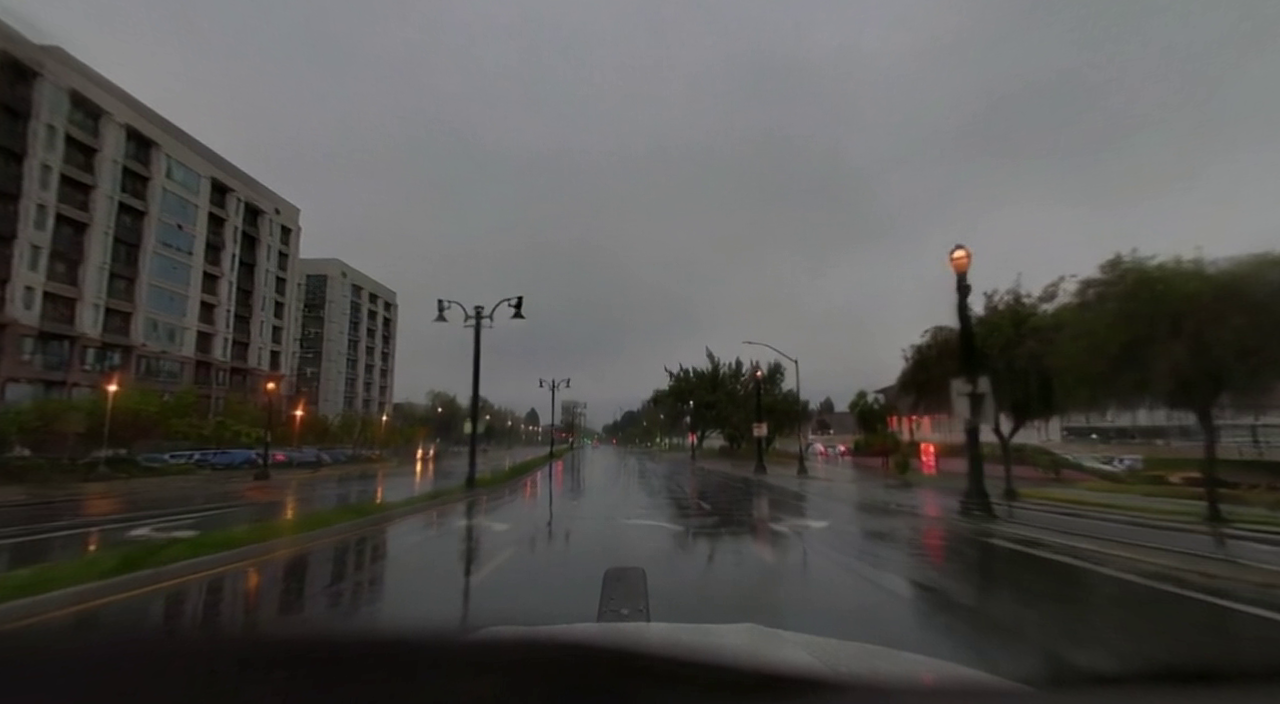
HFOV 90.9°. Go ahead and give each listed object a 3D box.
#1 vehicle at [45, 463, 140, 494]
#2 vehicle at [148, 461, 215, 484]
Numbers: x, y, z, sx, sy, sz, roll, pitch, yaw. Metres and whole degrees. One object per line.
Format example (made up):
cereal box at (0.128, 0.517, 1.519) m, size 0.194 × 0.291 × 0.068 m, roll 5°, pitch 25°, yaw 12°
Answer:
vehicle at (-29.021, 6.697, 33.547) m, size 1.662 × 1.428 × 3.650 m, roll 0°, pitch -9°, yaw 1°
vehicle at (-28.943, 7.605, 39.871) m, size 1.518 × 1.364 × 3.470 m, roll 0°, pitch -10°, yaw 2°
